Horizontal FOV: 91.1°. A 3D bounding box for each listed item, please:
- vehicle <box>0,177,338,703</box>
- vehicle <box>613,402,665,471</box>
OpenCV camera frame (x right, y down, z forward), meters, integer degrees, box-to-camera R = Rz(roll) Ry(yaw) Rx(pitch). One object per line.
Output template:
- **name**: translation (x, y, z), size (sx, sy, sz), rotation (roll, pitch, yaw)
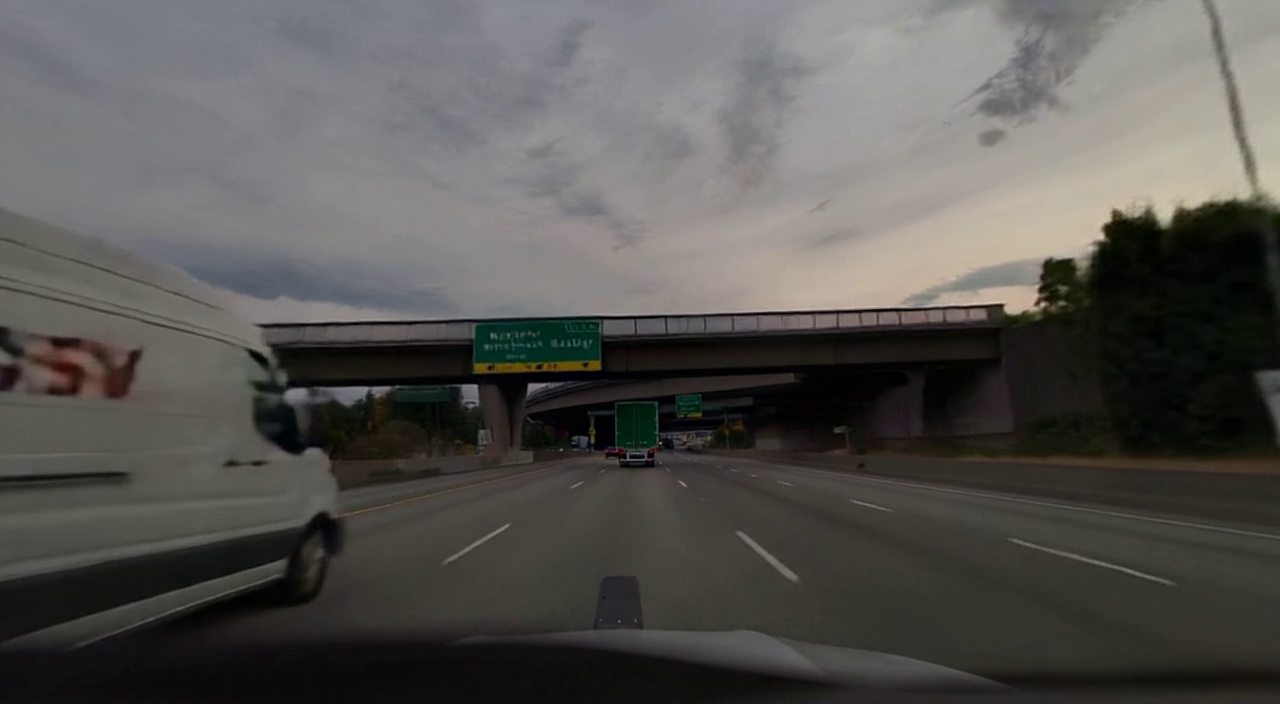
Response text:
- **vehicle**: translation (-3.608, 0.519, 2.178), size (2.404, 2.371, 5.310), rotation (0, -9, 0)
- **vehicle**: translation (-0.165, 5.900, 43.031), size (3.025, 4.002, 12.709), rotation (0, -9, -1)
